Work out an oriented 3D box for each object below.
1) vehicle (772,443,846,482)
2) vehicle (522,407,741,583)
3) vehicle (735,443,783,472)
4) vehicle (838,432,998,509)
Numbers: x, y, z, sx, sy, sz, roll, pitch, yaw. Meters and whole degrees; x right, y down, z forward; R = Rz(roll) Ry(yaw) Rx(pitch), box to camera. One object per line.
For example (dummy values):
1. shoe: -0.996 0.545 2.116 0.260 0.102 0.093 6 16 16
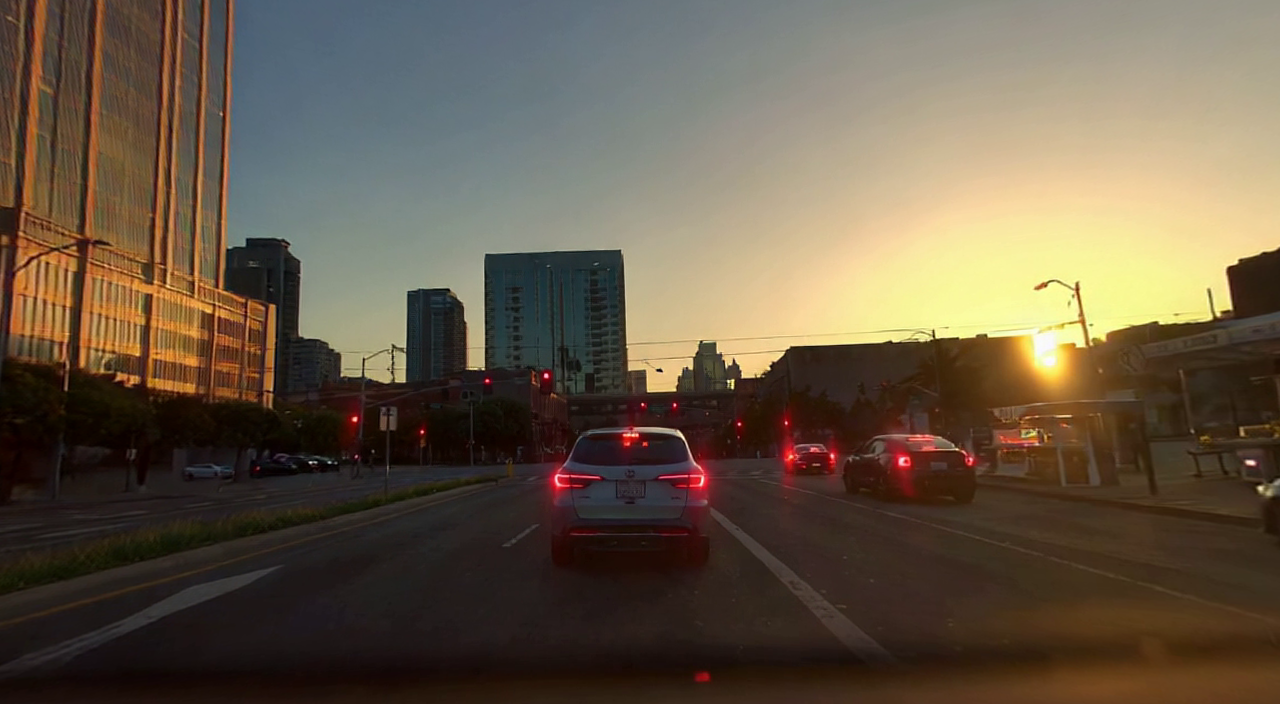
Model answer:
1. vehicle: 6.857 4.491 25.983 1.833 1.452 4.237 0 -9 0
2. vehicle: -0.065 1.684 8.135 2.115 1.700 3.901 0 -8 1
3. vehicle: 6.386 5.697 34.220 1.961 1.477 4.454 0 -8 3
4. vehicle: 6.779 2.922 16.061 2.072 1.652 4.611 0 -8 2
